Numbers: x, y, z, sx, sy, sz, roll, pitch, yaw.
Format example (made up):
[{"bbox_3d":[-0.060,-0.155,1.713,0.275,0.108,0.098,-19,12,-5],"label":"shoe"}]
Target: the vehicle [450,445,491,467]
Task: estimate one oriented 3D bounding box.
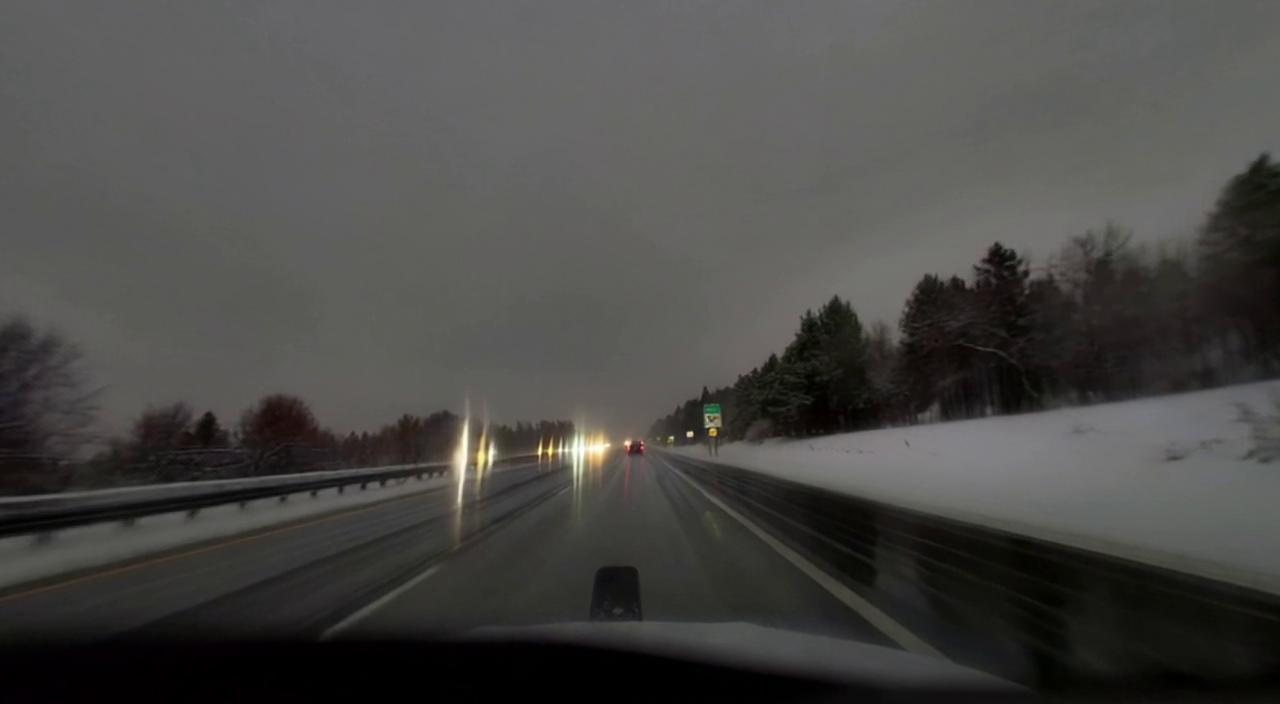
[{"bbox_3d":[-13.178,8.084,48.929,1.897,1.568,4.209,-1,-9,1],"label":"vehicle"}]
